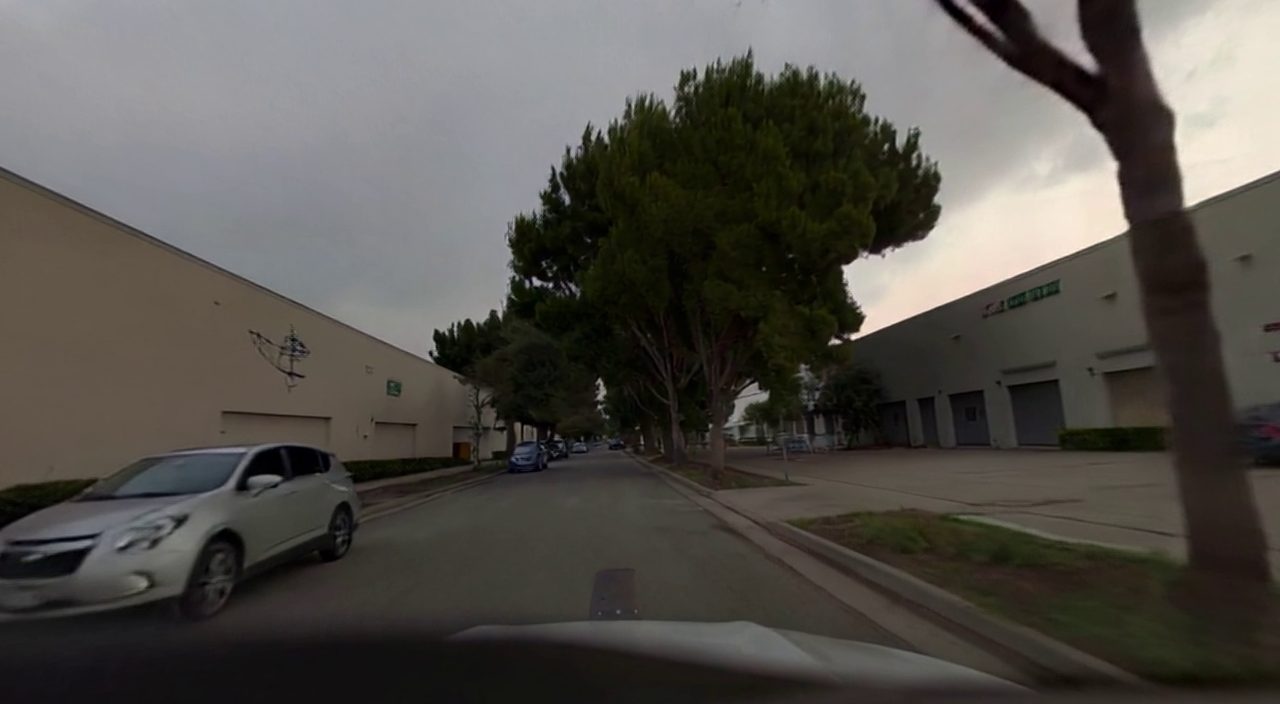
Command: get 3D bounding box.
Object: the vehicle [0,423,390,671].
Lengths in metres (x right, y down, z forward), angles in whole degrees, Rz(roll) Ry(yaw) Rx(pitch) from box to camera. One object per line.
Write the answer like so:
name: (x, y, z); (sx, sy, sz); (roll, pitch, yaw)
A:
vehicle: (-4.268, 1.607, 6.420); (1.912, 1.628, 4.233); (-1, -8, -3)

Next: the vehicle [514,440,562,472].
vehicle: (-5.600, 5.768, 35.044); (2.040, 1.501, 4.440); (-4, -9, -2)
